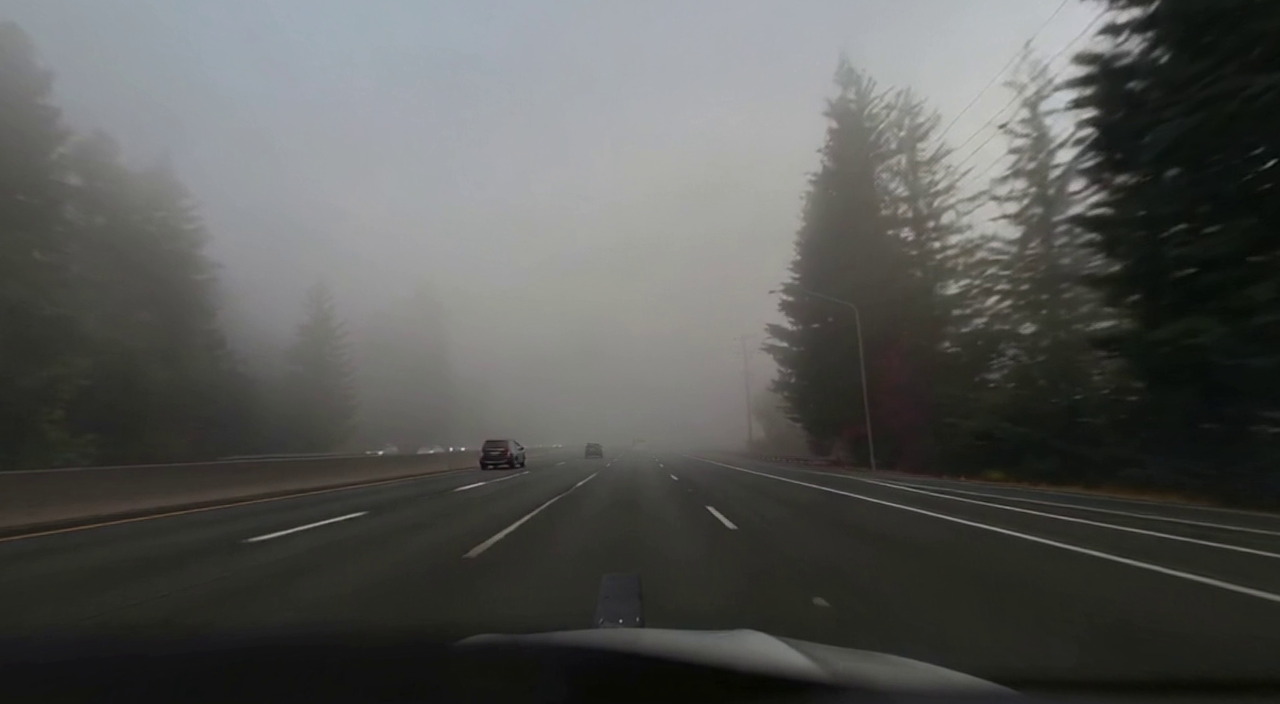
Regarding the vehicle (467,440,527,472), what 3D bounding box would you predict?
[{"bbox_3d":[-7.427,5.480,33.224,2.034,1.563,4.476,0,-9,1],"label":"vehicle"}]
